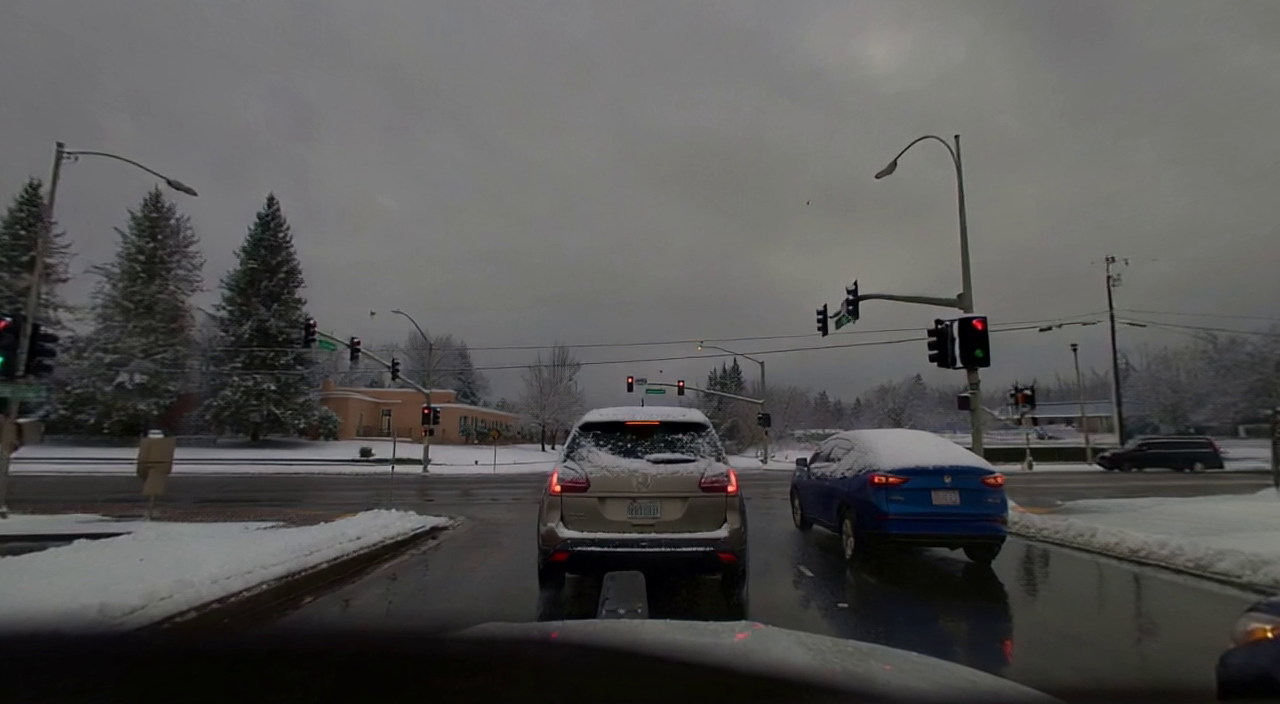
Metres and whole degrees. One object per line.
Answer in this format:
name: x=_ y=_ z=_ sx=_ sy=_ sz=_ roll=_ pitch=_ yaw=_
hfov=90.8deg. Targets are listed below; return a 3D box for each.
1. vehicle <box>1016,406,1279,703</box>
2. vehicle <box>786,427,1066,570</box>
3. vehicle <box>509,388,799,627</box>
vehicle: x=3.159 y=0.817 z=1.427 sx=1.924 sy=1.466 sz=4.461 roll=0 pitch=-8 yaw=1
vehicle: x=3.521 y=1.860 z=8.851 sx=1.861 sy=1.495 sz=4.215 roll=0 pitch=-8 yaw=-1
vehicle: x=0.101 y=1.497 z=7.060 sx=2.170 sy=1.793 sz=4.468 roll=0 pitch=-8 yaw=0
